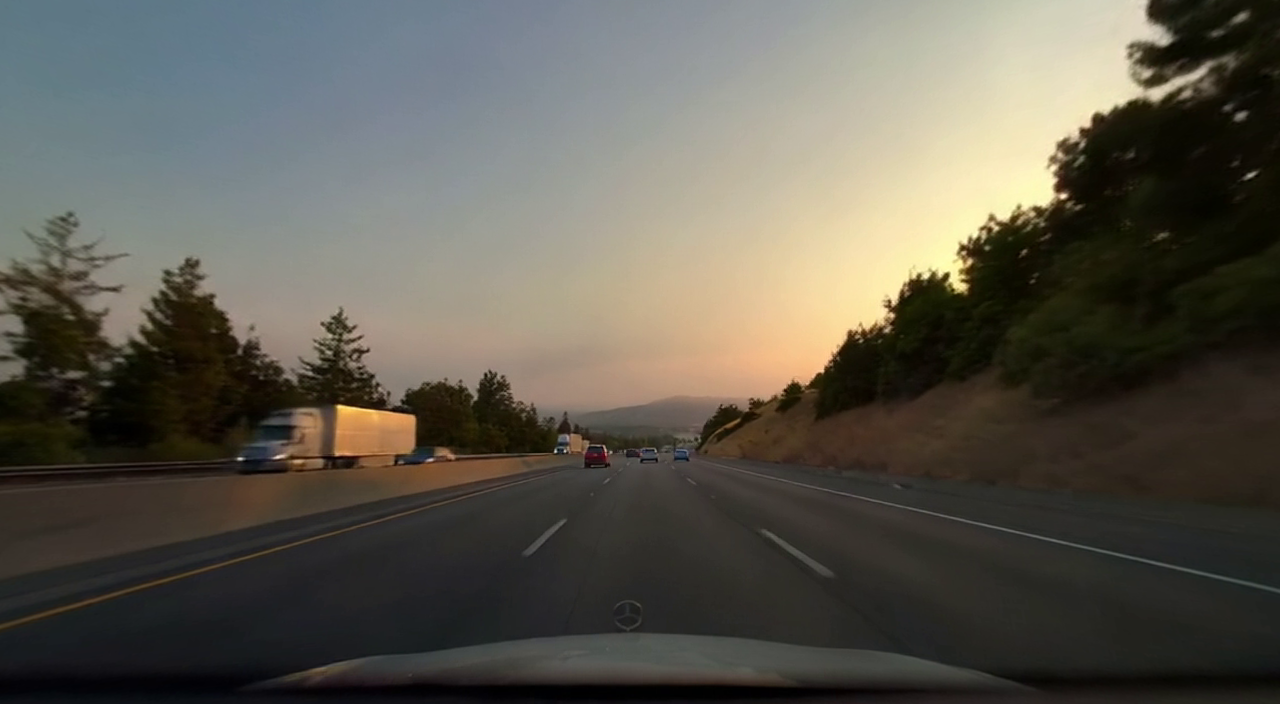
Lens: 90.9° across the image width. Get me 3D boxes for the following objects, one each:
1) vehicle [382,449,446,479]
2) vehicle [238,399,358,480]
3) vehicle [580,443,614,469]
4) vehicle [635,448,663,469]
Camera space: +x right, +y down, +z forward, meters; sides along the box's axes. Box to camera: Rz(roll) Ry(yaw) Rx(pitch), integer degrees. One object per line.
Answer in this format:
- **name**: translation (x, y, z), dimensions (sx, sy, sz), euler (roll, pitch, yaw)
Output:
- **vehicle**: translation (-11.990, 5.918, 33.659), dimensions (1.823, 1.483, 4.059), euler (0, -9, 1)
- **vehicle**: translation (-18.741, 4.903, 35.082), dimensions (3.022, 4.046, 5.998), euler (0, -9, 1)
- **vehicle**: translation (-3.078, 7.543, 45.799), dimensions (2.143, 1.770, 4.283), euler (0, -9, 1)
- **vehicle**: translation (0.696, 8.168, 48.659), dimensions (2.036, 1.519, 4.225), euler (0, -9, 0)
